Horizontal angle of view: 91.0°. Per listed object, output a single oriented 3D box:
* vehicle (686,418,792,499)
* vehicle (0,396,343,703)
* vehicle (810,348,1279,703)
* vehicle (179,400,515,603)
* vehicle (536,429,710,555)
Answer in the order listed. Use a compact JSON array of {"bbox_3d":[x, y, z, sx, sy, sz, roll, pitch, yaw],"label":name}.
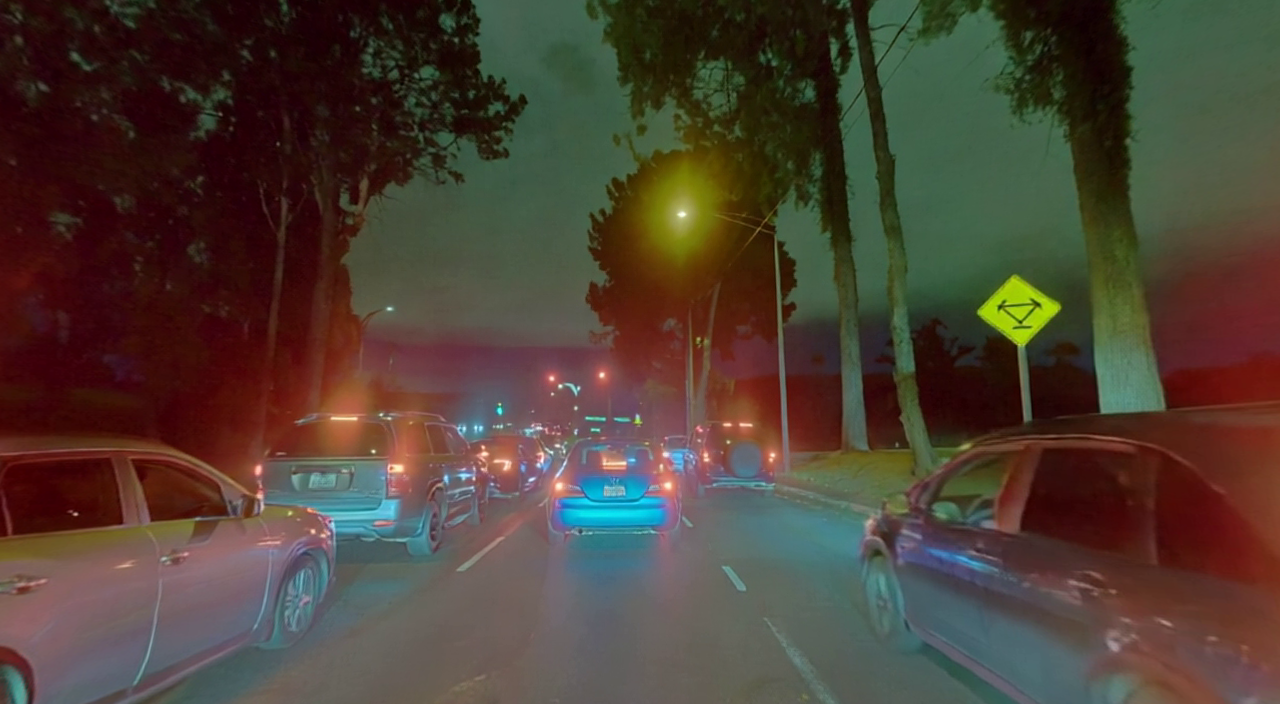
[{"bbox_3d":[2.456,2.805,16.877,2.059,1.864,4.541,0,-8,-1],"label":"vehicle"},{"bbox_3d":[-2.925,0.842,1.617,1.974,1.484,4.716,0,-8,1],"label":"vehicle"},{"bbox_3d":[2.526,0.974,2.975,2.116,1.497,4.652,0,-8,0],"label":"vehicle"},{"bbox_3d":[-2.893,1.568,7.446,1.964,1.712,4.097,0,-8,0],"label":"vehicle"},{"bbox_3d":[-0.248,1.922,9.344,2.025,1.453,3.848,0,-8,-2],"label":"vehicle"}]
